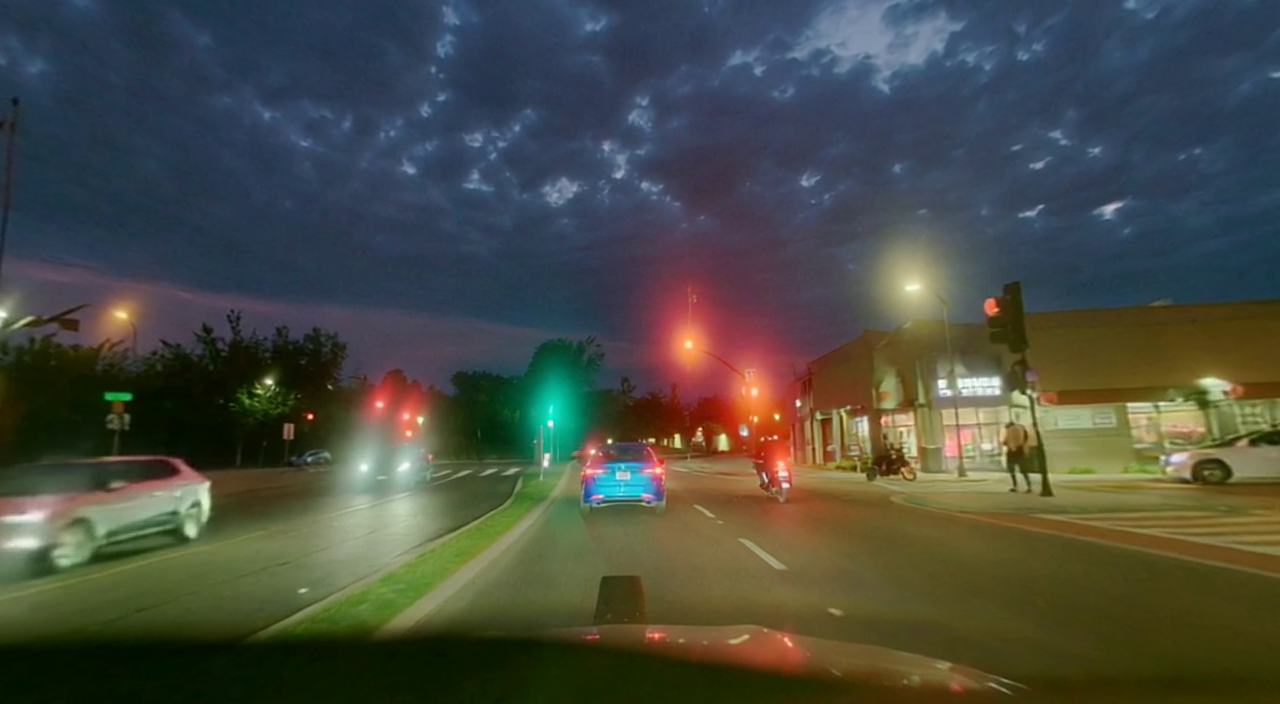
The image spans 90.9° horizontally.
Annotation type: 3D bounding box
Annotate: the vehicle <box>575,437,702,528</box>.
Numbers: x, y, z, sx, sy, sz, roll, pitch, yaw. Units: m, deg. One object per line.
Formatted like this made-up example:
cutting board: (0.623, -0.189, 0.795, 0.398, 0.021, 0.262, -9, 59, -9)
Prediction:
vehicle: (-0.136, 2.464, 12.523, 2.118, 1.480, 3.949, 0, -9, -3)

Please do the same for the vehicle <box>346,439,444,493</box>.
vehicle: (-8.587, 4.008, 22.531, 1.993, 1.692, 4.226, 0, -9, -3)

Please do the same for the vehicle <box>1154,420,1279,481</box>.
vehicle: (16.401, 2.475, 15.924, 5.007, 1.479, 1.866, -6, -10, 32)

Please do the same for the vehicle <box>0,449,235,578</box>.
vehicle: (-8.563, 2.264, 9.678, 1.952, 1.487, 4.351, 0, -9, -3)
